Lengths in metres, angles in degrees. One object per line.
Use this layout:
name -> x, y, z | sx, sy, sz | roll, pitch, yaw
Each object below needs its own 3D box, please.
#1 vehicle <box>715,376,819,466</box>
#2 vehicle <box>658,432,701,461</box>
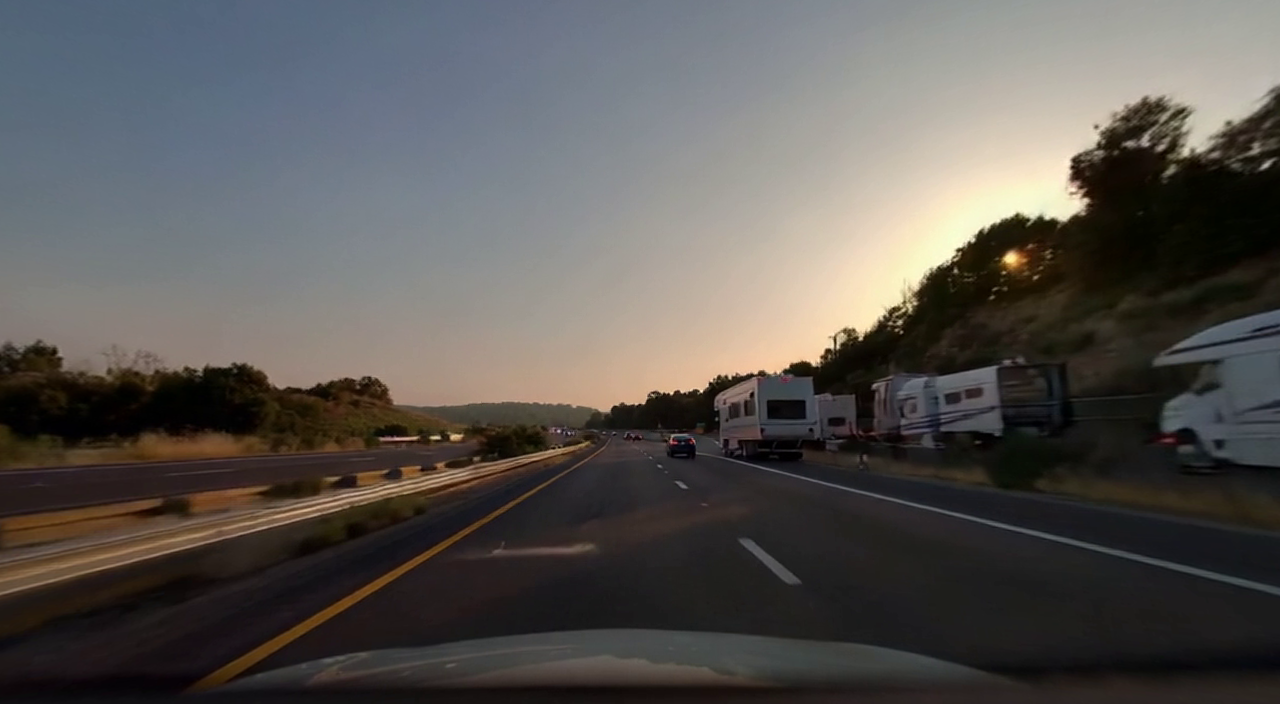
vehicle -> 6.692, 4.083, 35.969 | 2.937, 4.119, 14.096 | 0, -8, 0
vehicle -> 2.150, 5.344, 35.708 | 2.037, 1.504, 4.248 | 0, -8, -2
